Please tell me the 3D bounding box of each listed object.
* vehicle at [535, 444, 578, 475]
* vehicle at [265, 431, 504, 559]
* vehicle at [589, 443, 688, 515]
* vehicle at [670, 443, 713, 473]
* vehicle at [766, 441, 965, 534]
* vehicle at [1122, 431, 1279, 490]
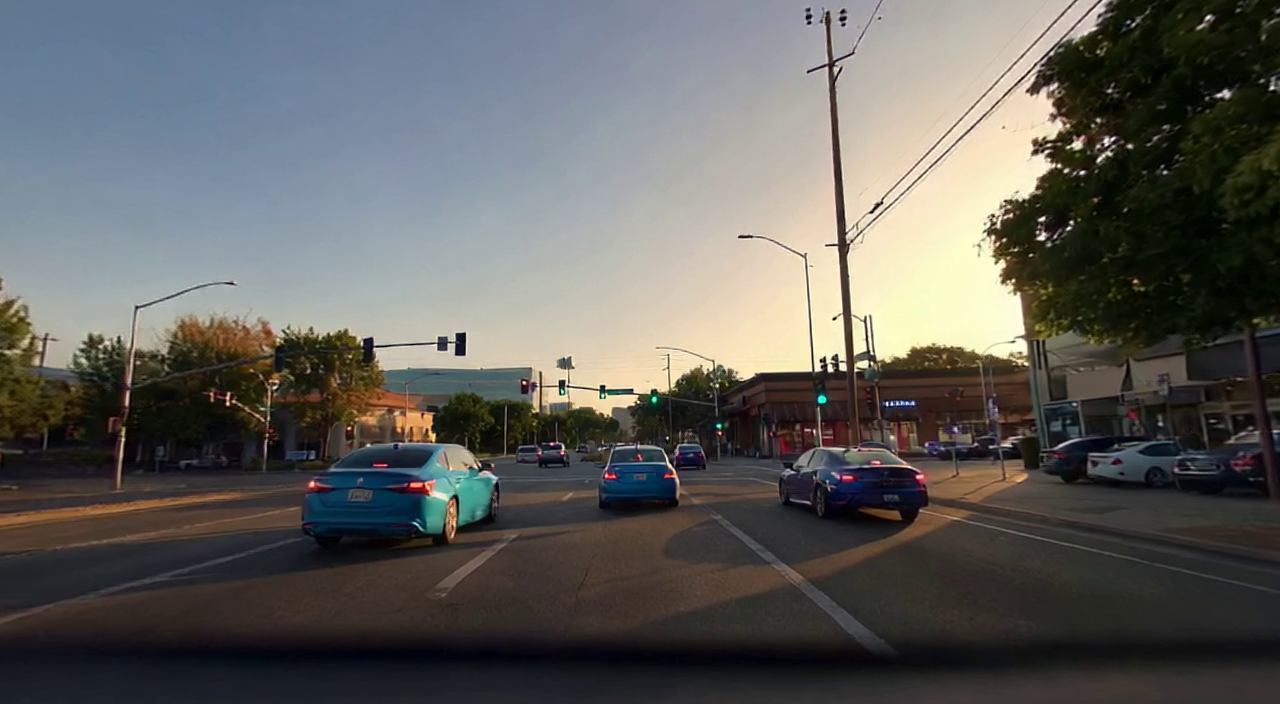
[{"bbox_3d":[-4.632,6.004,35.531,1.932,1.606,4.157,0,-9,-1],"label":"vehicle"},{"bbox_3d":[-3.705,2.137,10.302,2.035,1.564,4.702,0,-9,-2],"label":"vehicle"},{"bbox_3d":[-0.114,2.965,15.331,2.072,1.473,4.139,0,-9,-2],"label":"vehicle"},{"bbox_3d":[2.968,6.213,37.188,1.986,1.660,4.006,0,-9,-2],"label":"vehicle"},{"bbox_3d":[4.166,2.579,12.779,2.119,1.479,4.910,0,-9,-1],"label":"vehicle"},{"bbox_3d":[16.476,2.943,17.406,4.802,1.480,2.126,1,-9,-6],"label":"vehicle"}]
